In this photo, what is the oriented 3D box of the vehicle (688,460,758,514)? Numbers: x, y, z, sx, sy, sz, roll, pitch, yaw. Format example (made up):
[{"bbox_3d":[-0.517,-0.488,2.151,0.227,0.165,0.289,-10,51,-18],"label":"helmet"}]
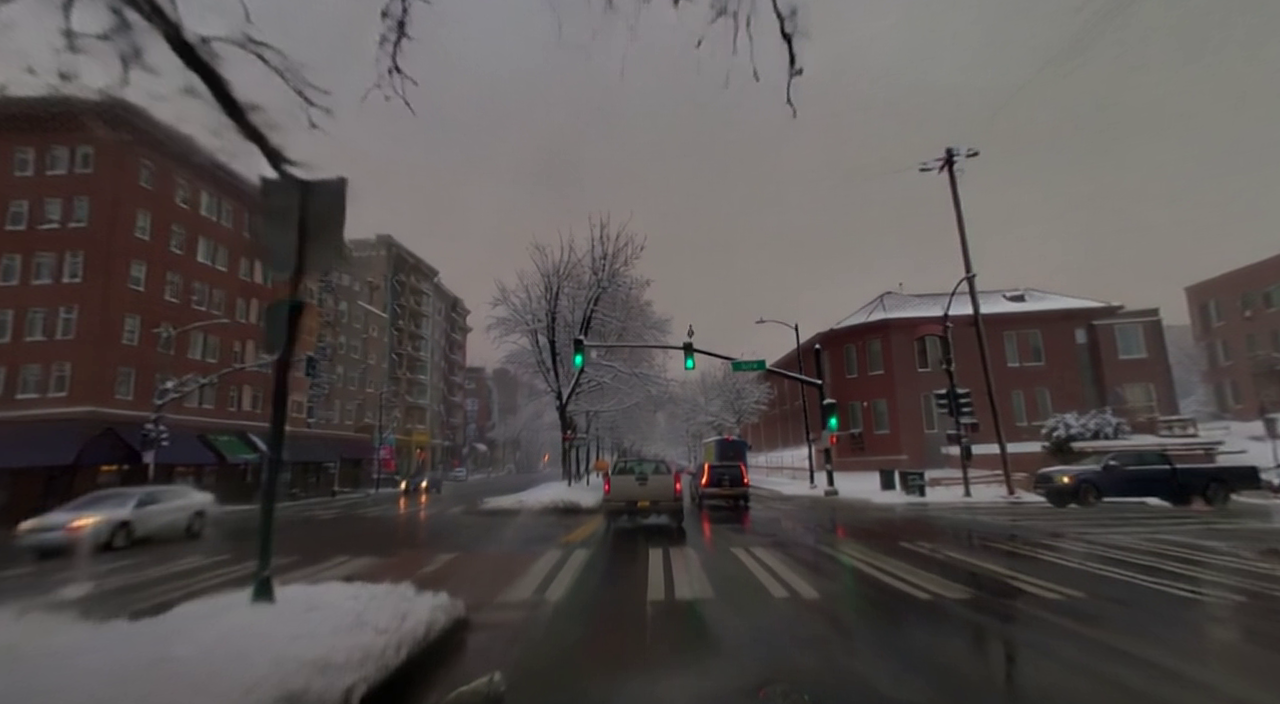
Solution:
[{"bbox_3d":[3.037,5.028,23.910,1.939,1.746,4.091,0,-9,-2],"label":"vehicle"}]

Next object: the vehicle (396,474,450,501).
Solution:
[{"bbox_3d":[-14.379,8.982,42.056,2.043,1.526,4.617,0,-9,-1],"label":"vehicle"}]

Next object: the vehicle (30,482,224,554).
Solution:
[{"bbox_3d":[-14.203,4.580,17.868,1.856,1.521,4.309,0,-9,0],"label":"vehicle"}]

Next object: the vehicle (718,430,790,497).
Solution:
[{"bbox_3d":[6.291,6.284,35.999,2.803,3.401,6.688,0,-9,0],"label":"vehicle"}]

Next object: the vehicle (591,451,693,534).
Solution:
[{"bbox_3d":[0.032,3.388,15.839,2.209,1.748,4.130,0,-9,0],"label":"vehicle"}]

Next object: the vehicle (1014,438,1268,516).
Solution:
[{"bbox_3d":[13.966,3.500,17.961,5.156,2.005,2.122,-1,-9,7],"label":"vehicle"}]
